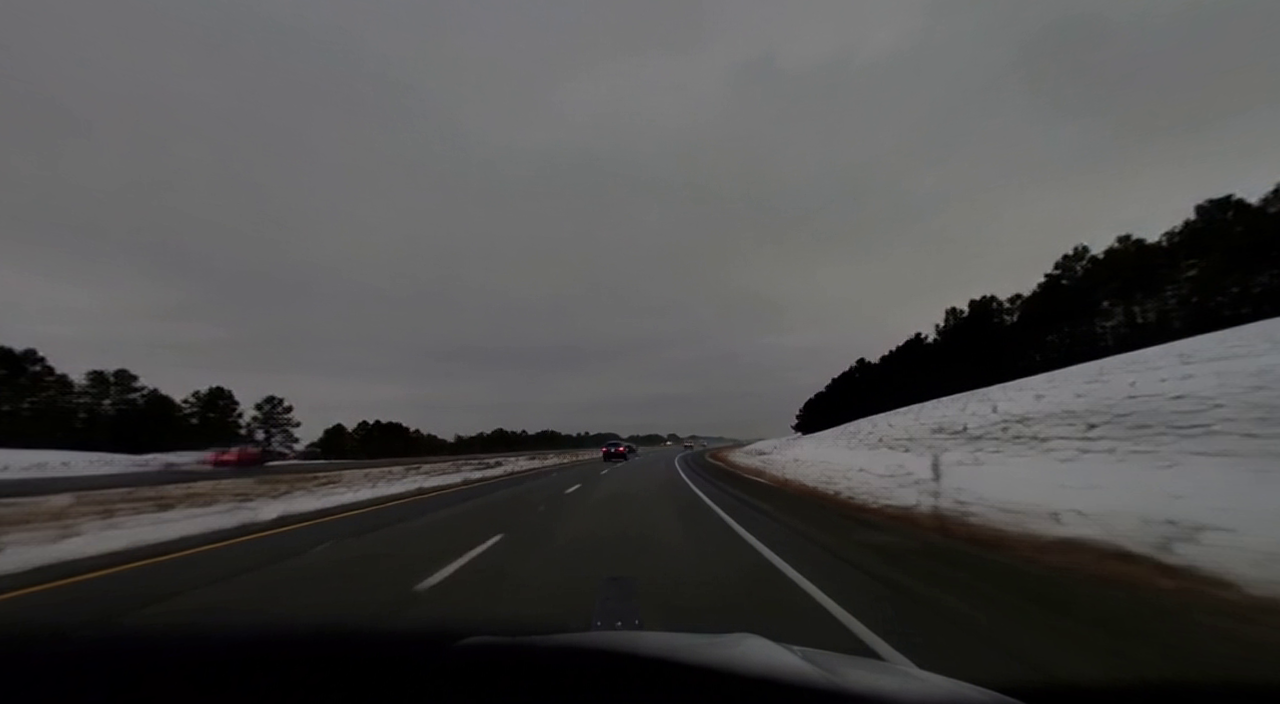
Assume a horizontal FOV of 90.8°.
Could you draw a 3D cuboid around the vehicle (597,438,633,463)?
[{"bbox_3d":[-1.884,7.564,48.681,2.252,1.743,4.560,-1,-8,4],"label":"vehicle"}]
